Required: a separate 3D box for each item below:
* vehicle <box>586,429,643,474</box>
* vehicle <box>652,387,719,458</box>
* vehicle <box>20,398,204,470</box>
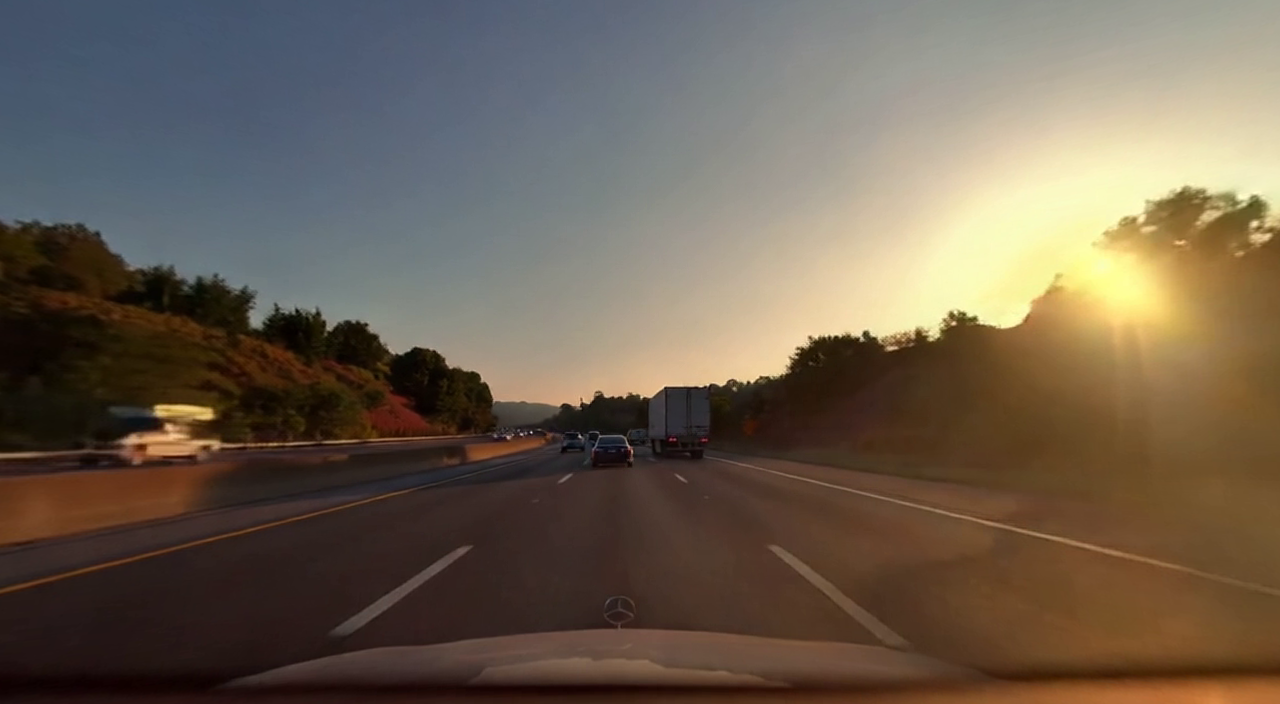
[{"bbox_3d":[-0.980,3.883,24.698,2.048,1.563,4.087,0,-8,-2],"label":"vehicle"},{"bbox_3d":[2.806,5.158,44.209,2.946,4.111,14.652,0,-8,-3],"label":"vehicle"},{"bbox_3d":[-21.564,3.434,26.170,2.466,2.638,6.001,0,-8,-1],"label":"vehicle"}]
